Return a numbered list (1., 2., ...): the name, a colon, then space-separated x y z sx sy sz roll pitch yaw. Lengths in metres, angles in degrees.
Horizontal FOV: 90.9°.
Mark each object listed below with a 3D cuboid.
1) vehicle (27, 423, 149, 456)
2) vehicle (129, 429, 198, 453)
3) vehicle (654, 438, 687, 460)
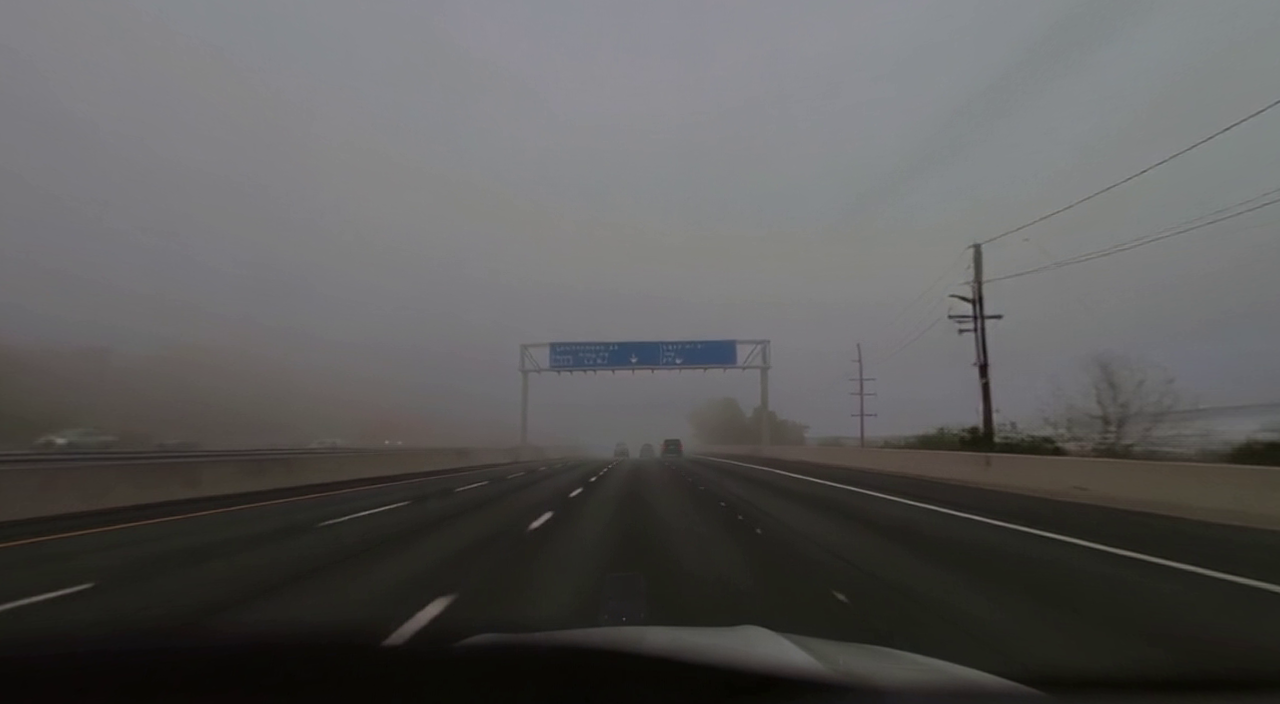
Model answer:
1. vehicle: -26.312 4.216 30.302 1.791 1.455 4.487 0 -8 0
2. vehicle: -33.453 6.276 44.402 1.852 1.606 3.908 0 -8 -1
3. vehicle: 2.113 6.981 45.541 2.036 1.486 4.375 0 -8 -2
